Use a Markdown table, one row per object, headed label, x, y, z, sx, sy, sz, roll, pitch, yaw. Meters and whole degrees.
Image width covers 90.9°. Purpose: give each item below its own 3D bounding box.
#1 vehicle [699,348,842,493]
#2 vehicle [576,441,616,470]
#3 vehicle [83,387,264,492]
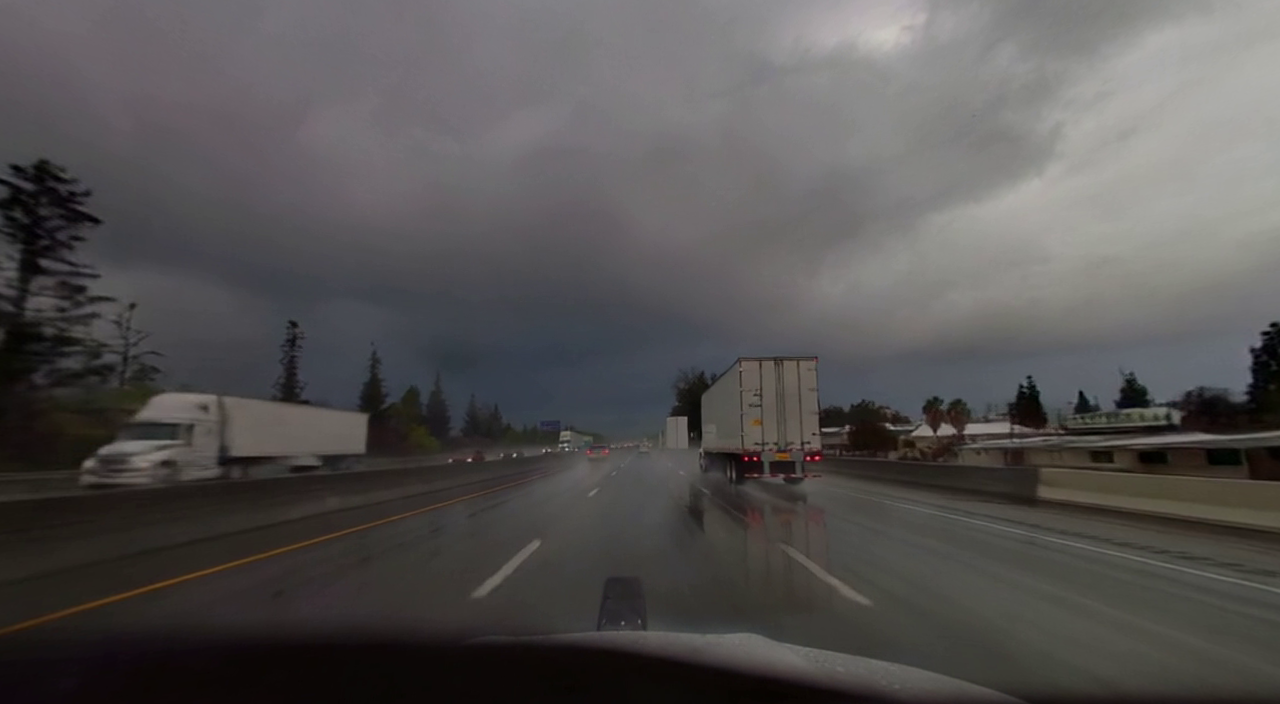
| label | x | y | z | sx | sy | sz | roll | pitch | yaw |
| --- | --- | --- | --- | --- | --- | --- | --- | --- | --- |
| vehicle | 4.486 | 3.045 | 25.651 | 2.826 | 4.269 | 14.176 | 0 | -9 | 0 |
| vehicle | -2.863 | 6.867 | 42.151 | 2.291 | 1.788 | 4.825 | 0 | -9 | 1 |
| vehicle | -19.465 | 3.748 | 26.885 | 2.929 | 3.945 | 5.887 | 0 | -9 | 1 |
